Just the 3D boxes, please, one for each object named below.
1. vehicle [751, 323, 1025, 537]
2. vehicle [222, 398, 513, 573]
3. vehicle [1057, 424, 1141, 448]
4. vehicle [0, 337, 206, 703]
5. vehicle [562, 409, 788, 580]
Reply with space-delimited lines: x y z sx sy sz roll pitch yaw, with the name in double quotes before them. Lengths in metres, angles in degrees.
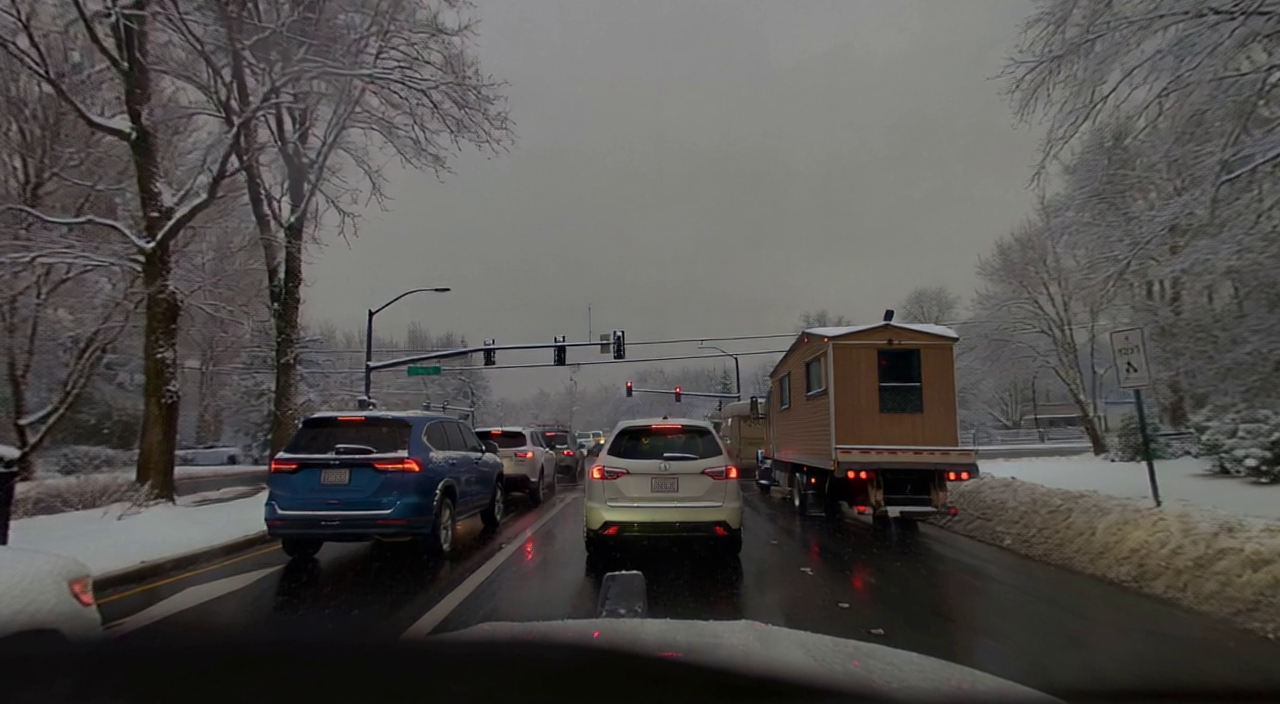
"vehicle" 3.675 1.403 11.002 2.531 2.750 5.595 0 -9 1
"vehicle" -3.283 1.718 8.846 2.085 1.812 4.388 0 -9 0
"vehicle" 33.183 6.137 45.877 4.671 1.595 1.824 -5 -10 31
"vehicle" -3.438 0.674 1.472 1.952 1.730 4.116 0 -9 -1
"vehicle" 0.348 1.702 8.313 2.189 1.649 4.171 0 -9 0
